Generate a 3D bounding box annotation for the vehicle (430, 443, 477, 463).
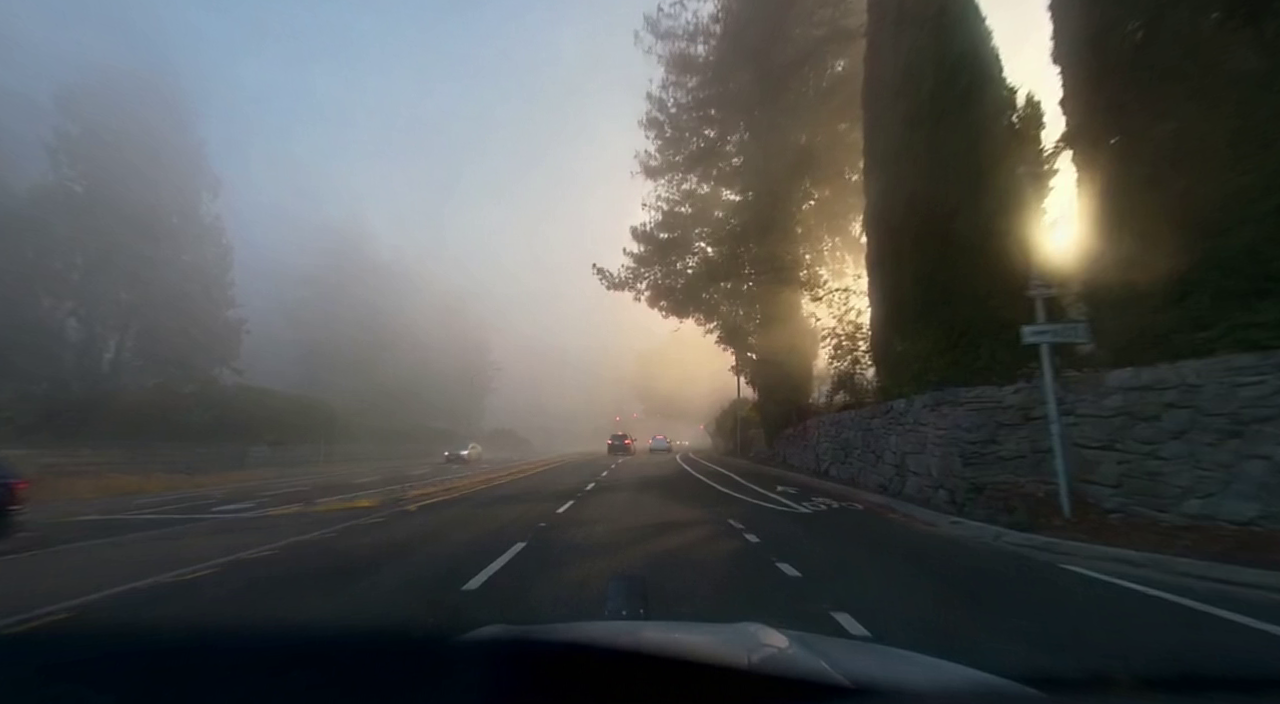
[{"bbox_3d":[-14.418,7.854,48.848,1.889,1.461,4.730,-1,-8,4],"label":"vehicle"}]
